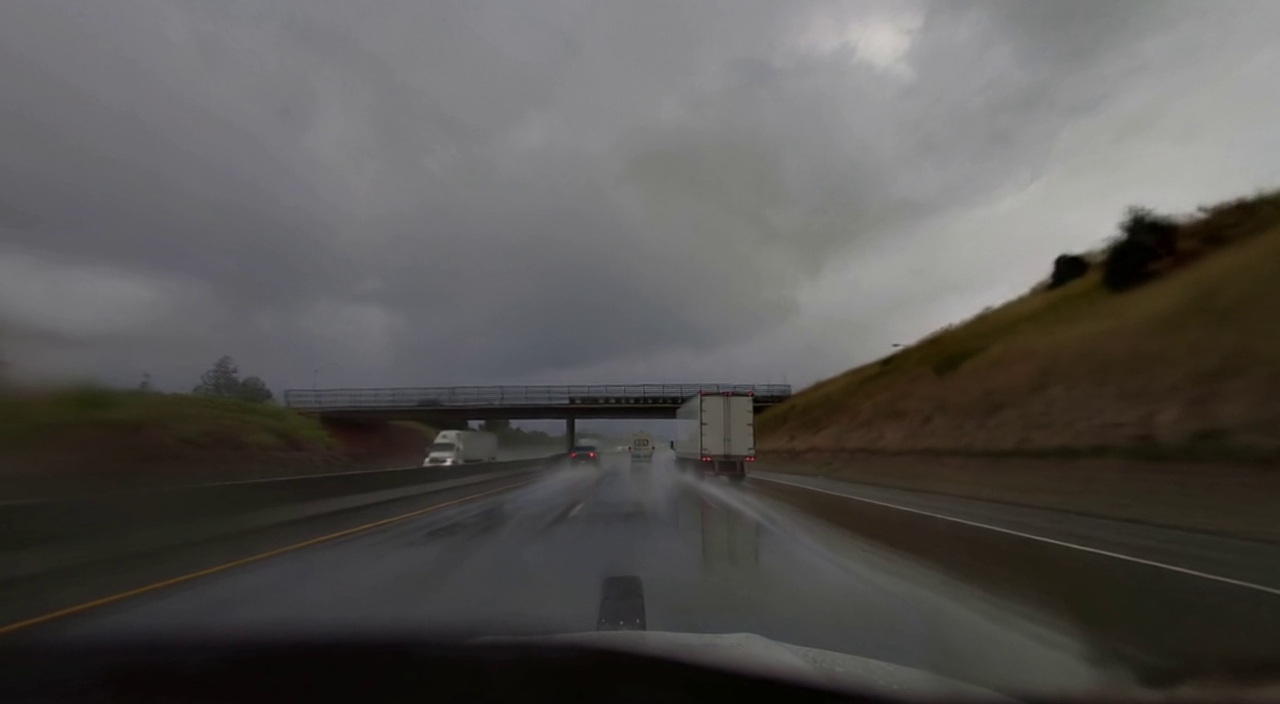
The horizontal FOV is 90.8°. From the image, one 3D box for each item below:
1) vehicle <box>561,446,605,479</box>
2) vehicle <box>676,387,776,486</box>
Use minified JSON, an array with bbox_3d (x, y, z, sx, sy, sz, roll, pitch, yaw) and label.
[{"bbox_3d":[-3.038,5.982,34.340,2.007,1.647,3.854,0,-9,1],"label":"vehicle"},{"bbox_3d":[4.021,4.748,34.384,3.131,4.037,16.729,0,-9,0],"label":"vehicle"}]
